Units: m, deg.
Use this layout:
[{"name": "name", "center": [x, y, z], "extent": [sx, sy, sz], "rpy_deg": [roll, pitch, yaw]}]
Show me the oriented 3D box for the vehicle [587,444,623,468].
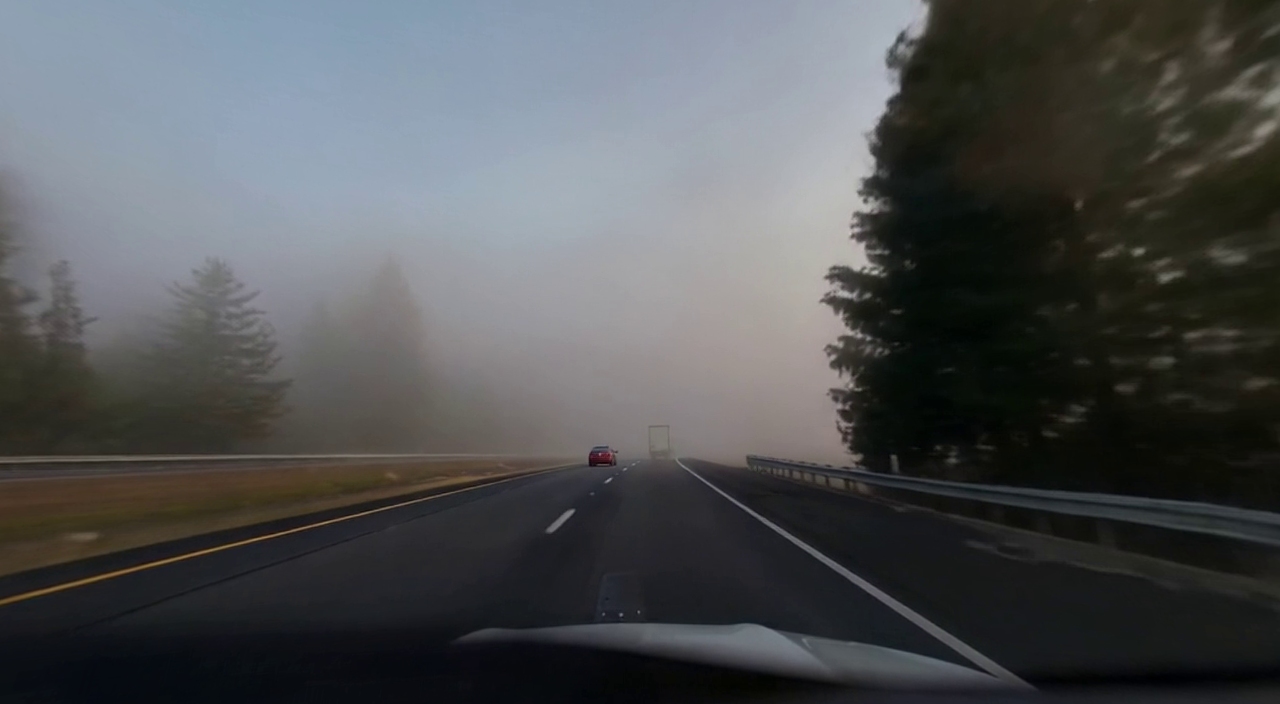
[{"name": "vehicle", "center": [-2.384, 7.225, 43.909], "extent": [2.199, 1.555, 4.451], "rpy_deg": [0, -9, 1]}]
